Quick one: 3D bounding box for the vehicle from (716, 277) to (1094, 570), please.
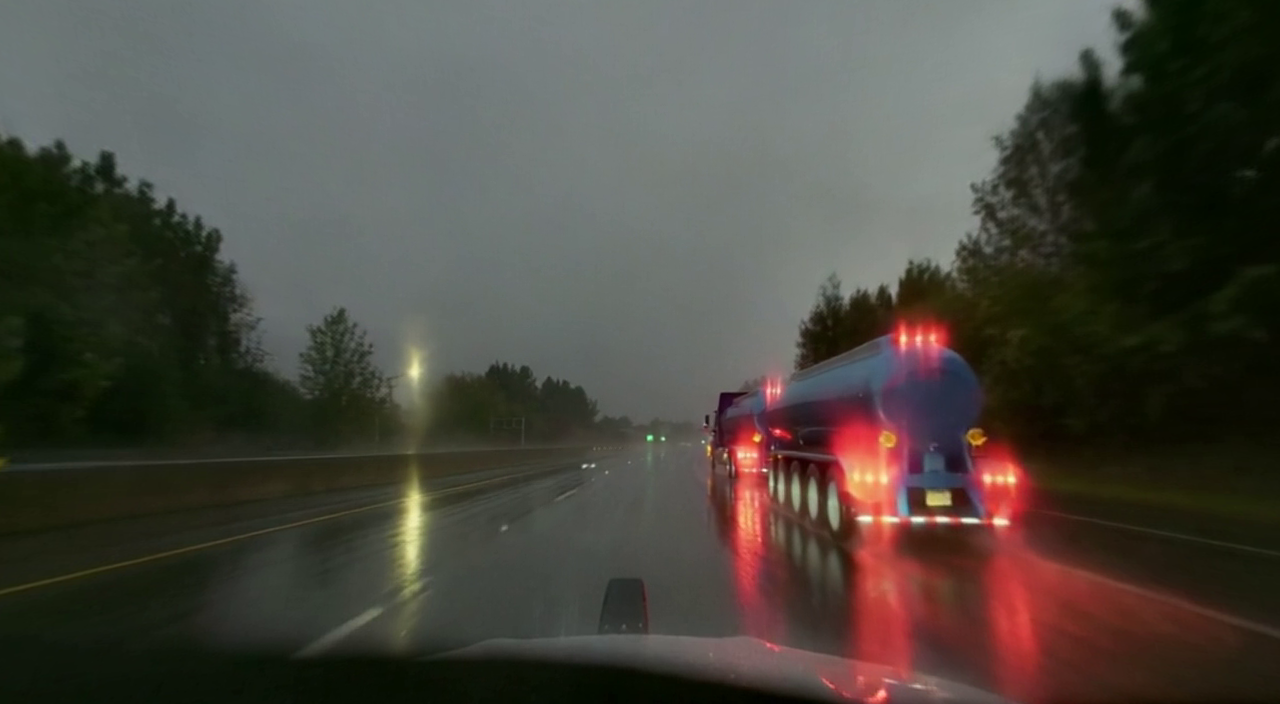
[{"bbox_3d":[4.074,1.880,14.965,2.880,3.624,14.397,0,-8,1],"label":"vehicle"}]
